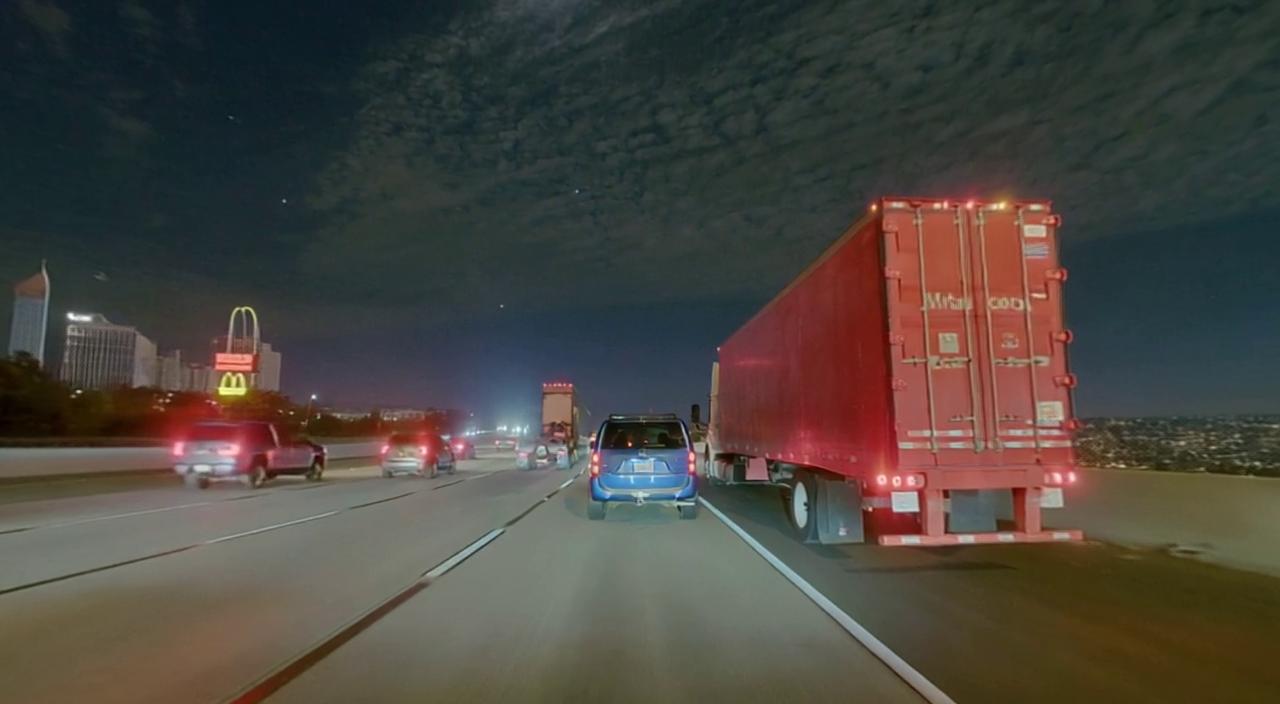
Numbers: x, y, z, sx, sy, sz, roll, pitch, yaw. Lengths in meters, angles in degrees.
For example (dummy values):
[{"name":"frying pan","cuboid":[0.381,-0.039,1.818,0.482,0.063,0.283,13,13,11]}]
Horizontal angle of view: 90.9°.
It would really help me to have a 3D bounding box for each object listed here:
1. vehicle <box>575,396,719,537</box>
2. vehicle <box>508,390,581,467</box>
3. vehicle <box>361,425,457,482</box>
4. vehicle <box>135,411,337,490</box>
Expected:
[{"name":"vehicle","cuboid":[0.044,1.859,10.662,1.947,1.910,4.040,0,-9,-1]},{"name":"vehicle","cuboid":[-4.772,4.132,33.209,2.814,3.513,8.529,0,-9,-2]},{"name":"vehicle","cuboid":[-7.828,3.488,21.827,1.854,1.740,4.151,0,-9,-2]},{"name":"vehicle","cuboid":[-11.698,2.951,19.032,2.240,1.995,5.854,0,-9,-1]}]
